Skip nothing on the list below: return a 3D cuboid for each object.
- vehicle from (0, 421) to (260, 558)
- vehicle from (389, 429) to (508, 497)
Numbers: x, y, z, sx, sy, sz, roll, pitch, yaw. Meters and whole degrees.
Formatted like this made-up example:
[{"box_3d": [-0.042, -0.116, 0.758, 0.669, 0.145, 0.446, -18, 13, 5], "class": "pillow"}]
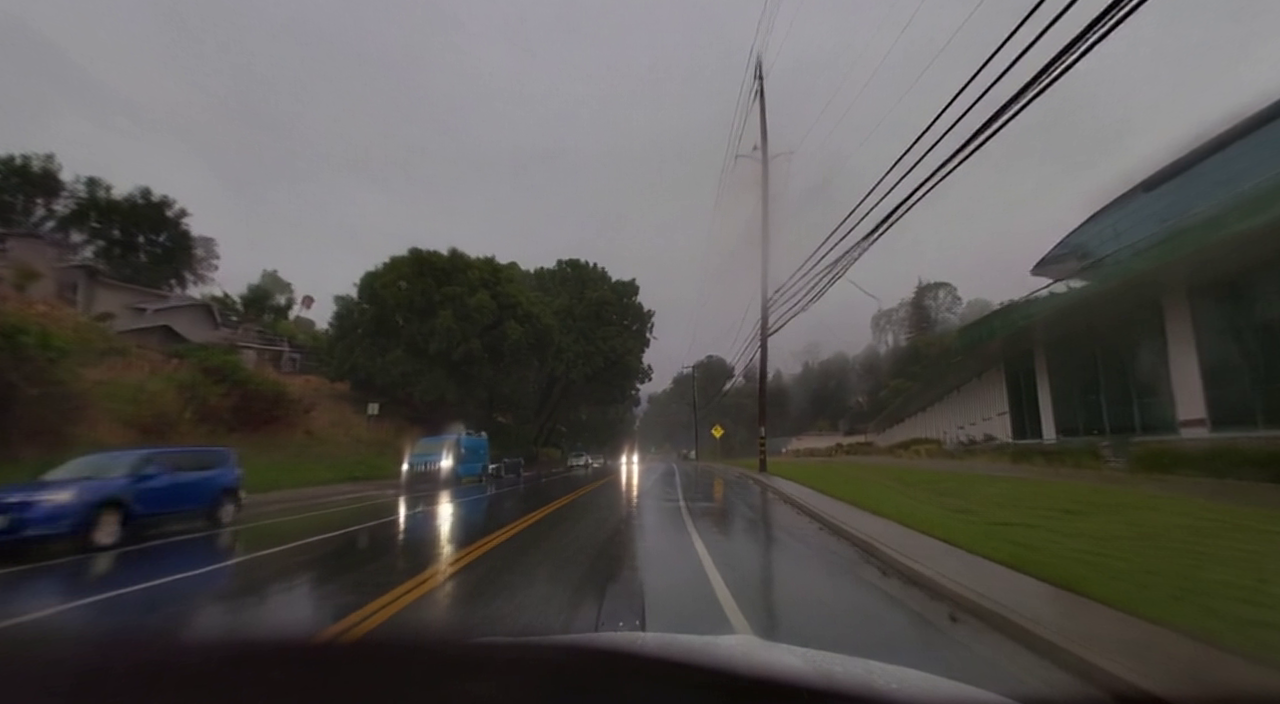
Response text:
[{"box_3d": [-7.813, 2.063, 9.409, 1.927, 1.542, 3.886, -5, -11, -1], "class": "vehicle"}, {"box_3d": [-6.745, 3.966, 22.925, 2.295, 1.989, 5.055, -6, -9, 5], "class": "vehicle"}]
